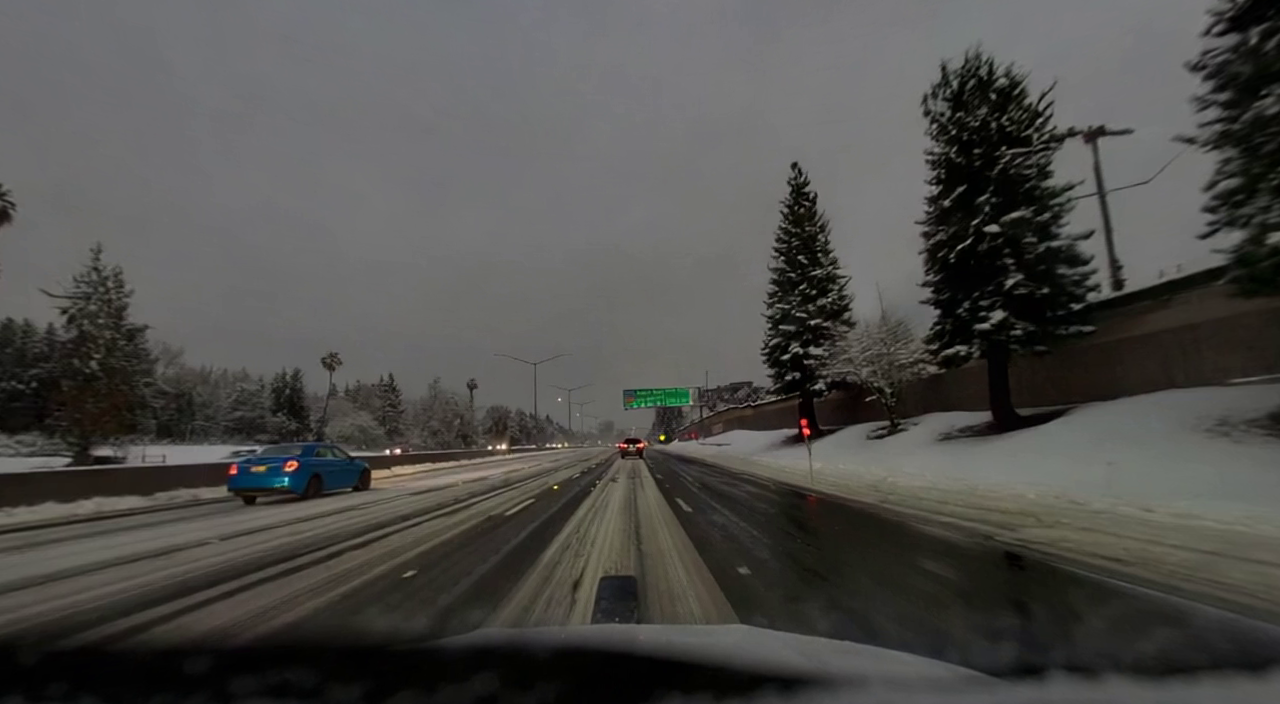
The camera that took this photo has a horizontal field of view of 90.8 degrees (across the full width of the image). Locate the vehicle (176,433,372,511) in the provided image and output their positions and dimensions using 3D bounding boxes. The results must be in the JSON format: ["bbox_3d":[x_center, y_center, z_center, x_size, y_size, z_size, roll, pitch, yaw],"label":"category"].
[{"bbox_3d":[-8.283,2.742,14.918,1.971,1.552,4.465,0,-9,0],"label":"vehicle"}]
